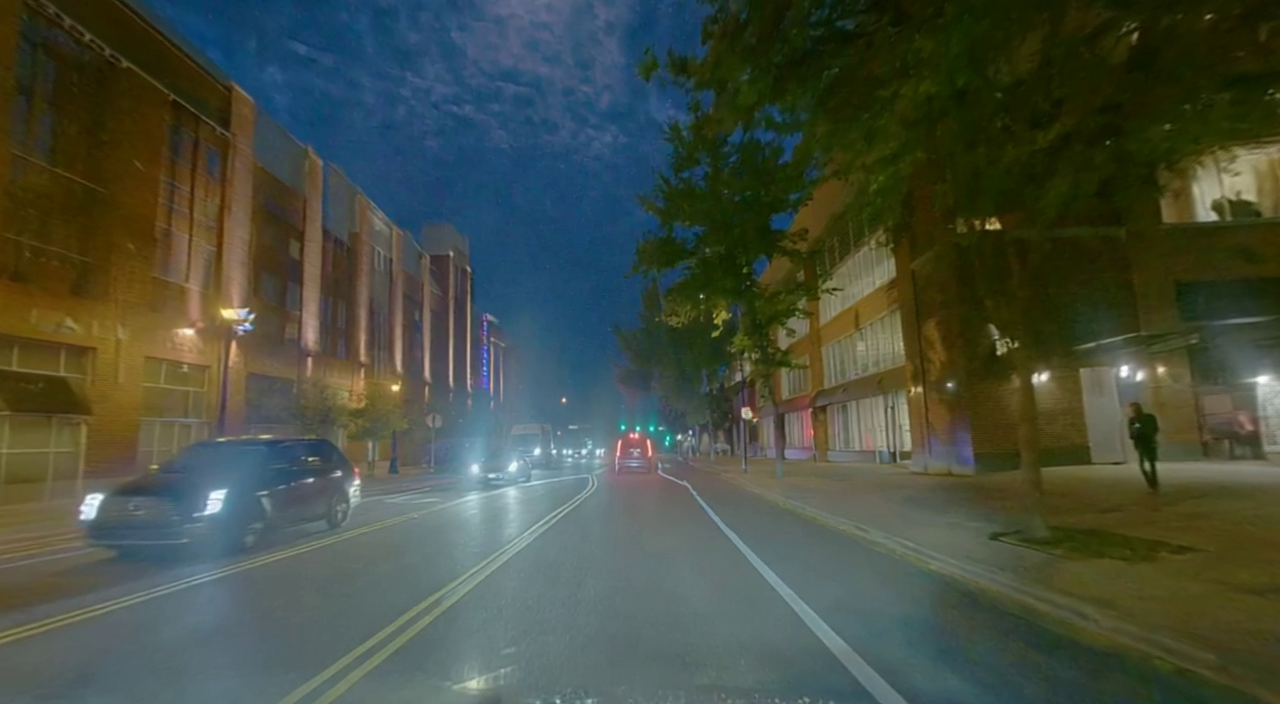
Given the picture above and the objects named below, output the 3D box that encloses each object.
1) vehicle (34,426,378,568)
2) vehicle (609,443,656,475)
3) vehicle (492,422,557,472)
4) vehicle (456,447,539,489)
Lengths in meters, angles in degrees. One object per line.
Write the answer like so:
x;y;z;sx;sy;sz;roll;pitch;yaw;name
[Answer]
-6.125;2.063;9.778;2.100;1.678;4.298;-1;-9;3;vehicle
-0.362;5.759;34.209;2.356;1.572;4.810;0;-9;0;vehicle
-7.513;6.328;42.109;2.754;3.065;7.103;0;-9;2;vehicle
-5.541;4.559;25.193;2.039;1.484;4.391;-1;-9;4;vehicle
